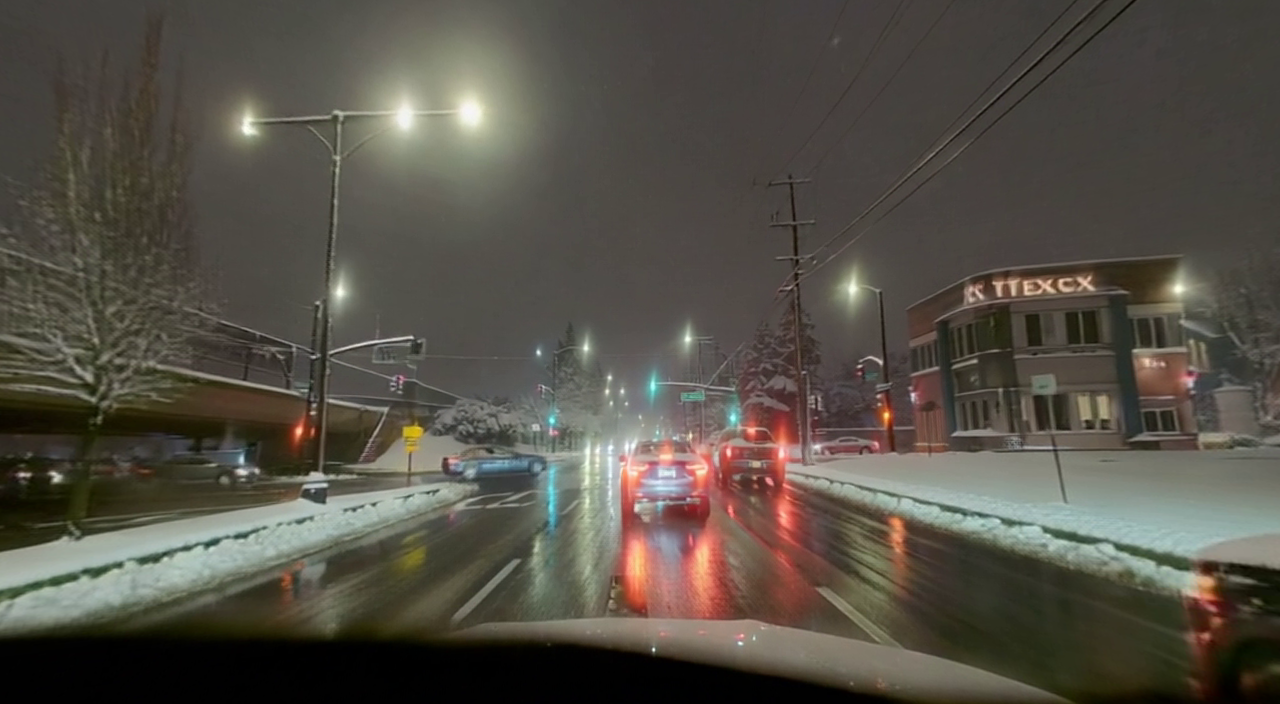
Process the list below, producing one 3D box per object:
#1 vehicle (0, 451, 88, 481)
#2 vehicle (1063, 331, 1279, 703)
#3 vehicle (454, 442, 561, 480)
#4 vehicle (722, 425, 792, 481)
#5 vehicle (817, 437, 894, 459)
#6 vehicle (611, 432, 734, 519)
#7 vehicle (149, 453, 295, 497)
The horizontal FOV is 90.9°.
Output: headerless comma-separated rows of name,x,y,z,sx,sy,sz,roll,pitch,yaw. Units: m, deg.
vehicle,-35.186,6.574,36.498,4.474,1.673,2.010,0,-8,1
vehicle,3.469,0.652,1.326,2.062,1.781,4.488,0,-8,1
vehicle,-6.097,5.011,29.324,4.546,1.611,1.832,8,-11,-43
vehicle,4.496,3.960,24.932,2.080,1.999,4.379,-1,-8,2
vehicle,14.536,6.473,42.679,4.498,1.439,1.842,0,-9,-1
vehicle,0.572,2.429,12.917,2.101,1.467,4.210,0,-8,1
vehicle,-16.234,4.736,24.726,1.873,1.462,4.283,-6,-10,32
